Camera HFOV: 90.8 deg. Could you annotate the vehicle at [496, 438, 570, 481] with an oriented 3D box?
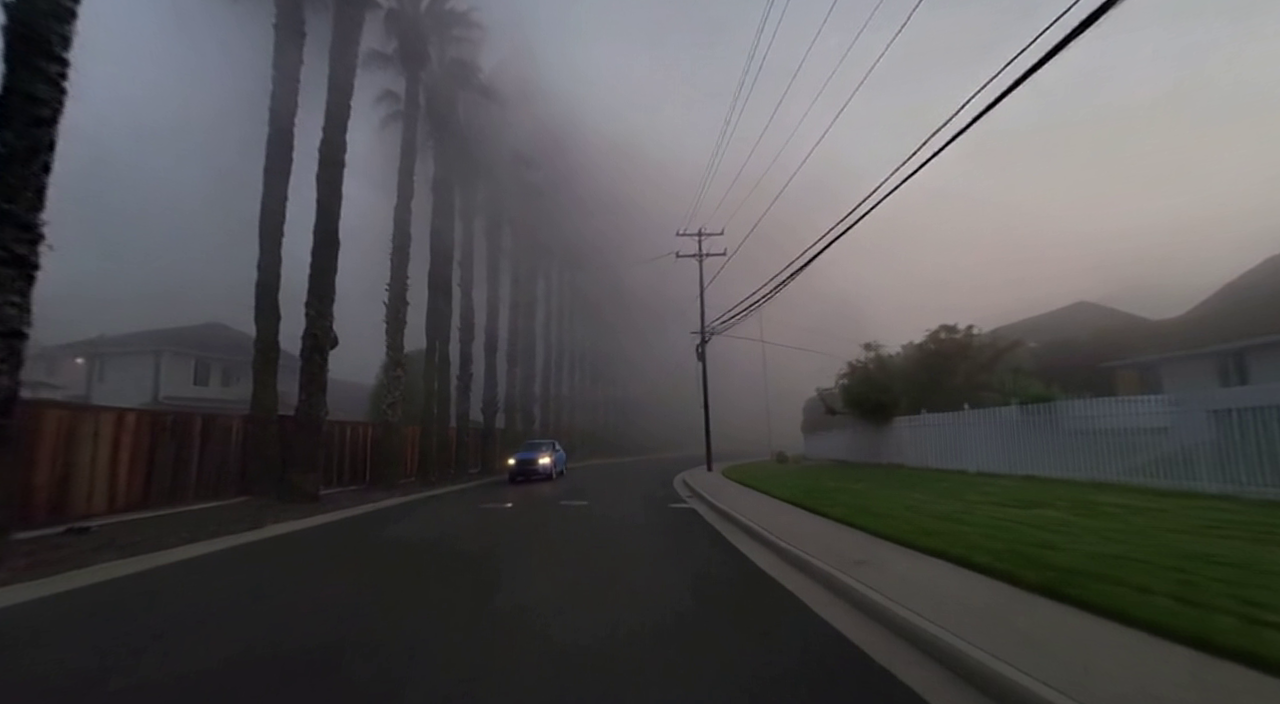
[{"bbox_3d":[-4.762,4.867,28.909,2.208,1.758,4.529,-1,-8,6],"label":"vehicle"}]
